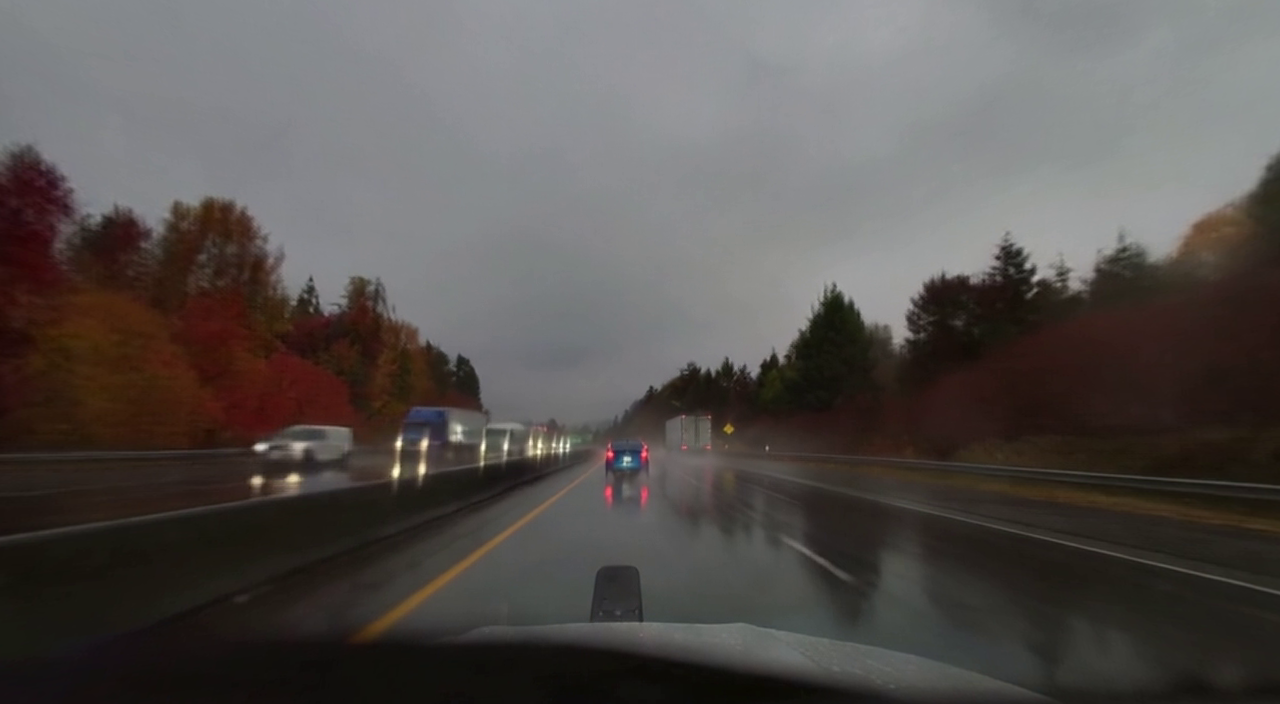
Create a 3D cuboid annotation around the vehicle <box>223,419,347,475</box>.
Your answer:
[{"bbox_3d":[-13.383,3.654,24.057,2.059,1.899,4.680,0,-9,-1],"label":"vehicle"}]

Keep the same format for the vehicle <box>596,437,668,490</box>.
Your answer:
[{"bbox_3d":[-0.271,3.544,20.203,2.099,1.506,4.097,0,-9,-1],"label":"vehicle"}]

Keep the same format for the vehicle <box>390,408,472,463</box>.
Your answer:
[{"bbox_3d":[-14.289,5.877,43.615,2.962,3.482,8.134,0,-9,-1],"label":"vehicle"}]

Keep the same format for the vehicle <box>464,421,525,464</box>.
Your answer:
[{"bbox_3d":[-9.462,5.994,41.430,2.433,2.536,7.064,0,-9,-1],"label":"vehicle"}]
